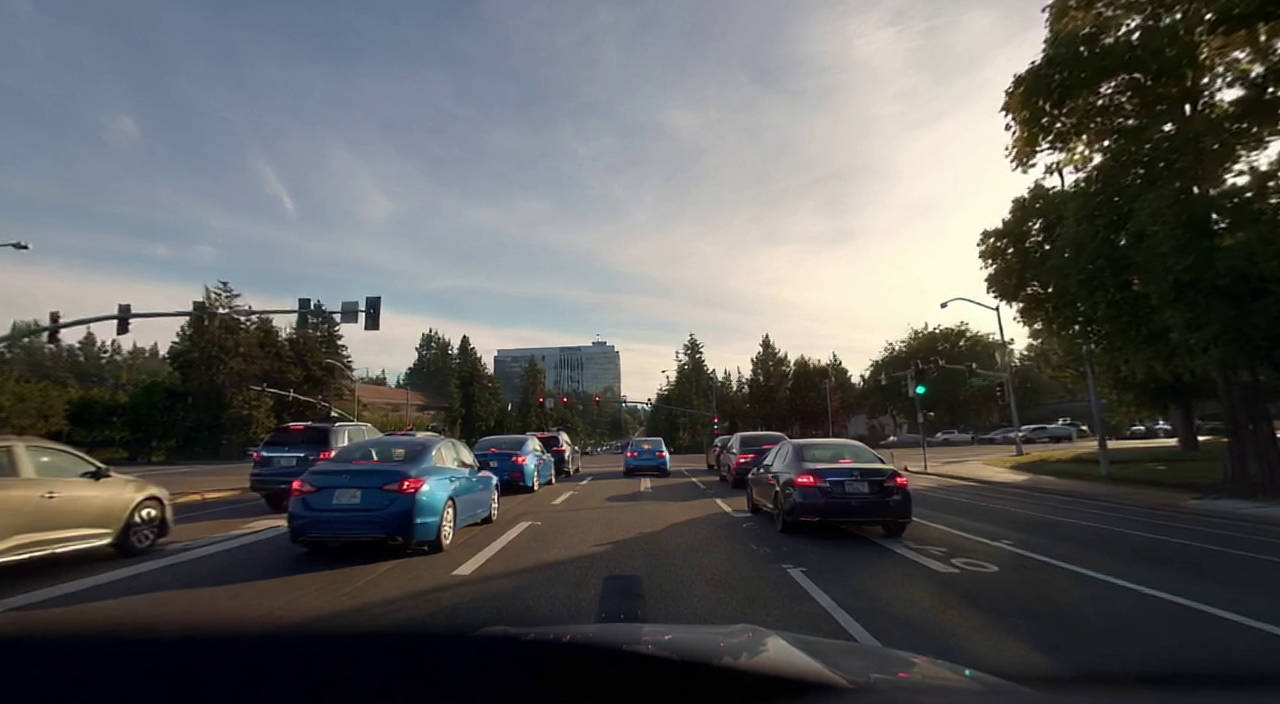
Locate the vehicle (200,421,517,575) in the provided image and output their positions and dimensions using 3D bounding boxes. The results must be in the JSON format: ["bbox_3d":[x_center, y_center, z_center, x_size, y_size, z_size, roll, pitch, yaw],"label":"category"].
[{"bbox_3d":[-3.188,1.767,8.457,2.139,1.478,4.510,0,-9,0],"label":"vehicle"}]

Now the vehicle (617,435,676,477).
[{"bbox_3d":[0.200,4.034,24.701,2.114,1.482,4.056,0,-9,-1],"label":"vehicle"}]

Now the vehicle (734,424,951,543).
[{"bbox_3d":[2.860,1.985,10.181,2.002,1.474,4.528,0,-9,0],"label":"vehicle"}]

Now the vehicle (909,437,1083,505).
[{"bbox_3d":[8.933,3.005,16.457,2.004,1.499,4.679,0,-9,3],"label":"vehicle"}]

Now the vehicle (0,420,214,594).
[{"bbox_3d":[-6.565,1.393,5.810,2.066,1.482,4.547,0,-9,1],"label":"vehicle"}]
